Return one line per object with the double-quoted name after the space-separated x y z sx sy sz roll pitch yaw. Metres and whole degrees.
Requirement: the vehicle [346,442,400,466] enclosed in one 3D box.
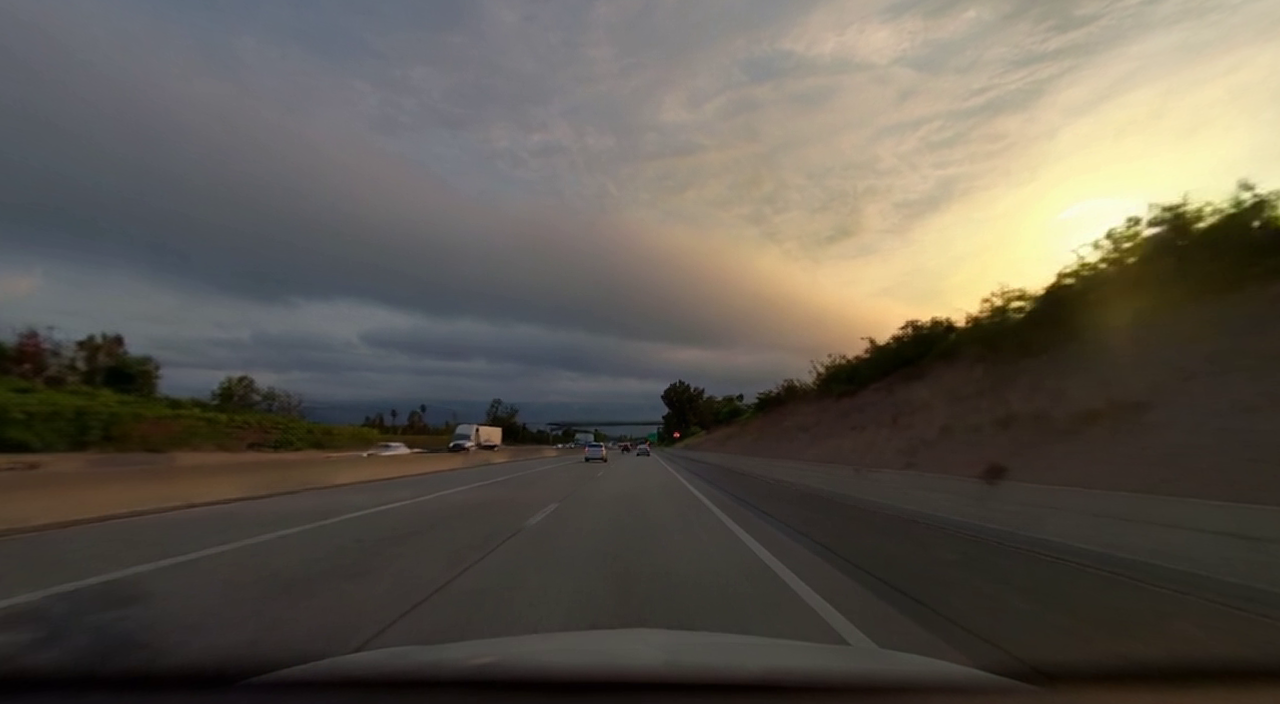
-18.901 7.218 44.846 1.934 1.555 4.287 0 -9 1 "vehicle"
